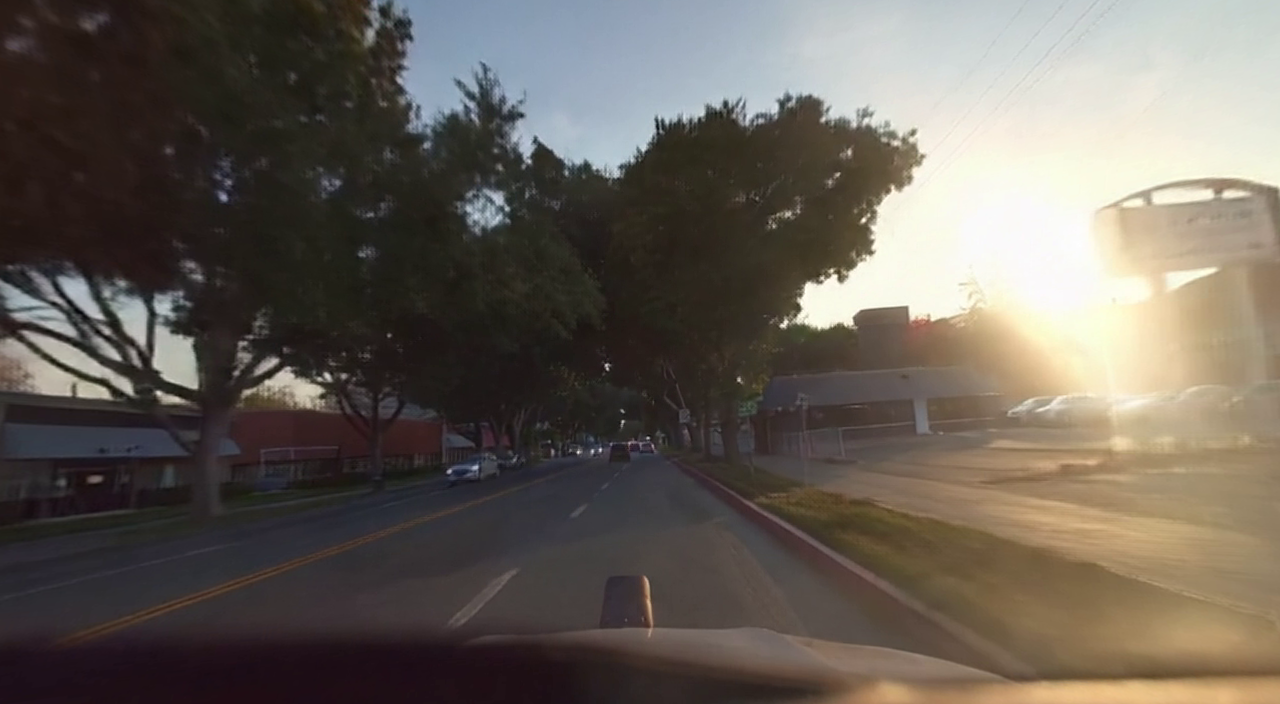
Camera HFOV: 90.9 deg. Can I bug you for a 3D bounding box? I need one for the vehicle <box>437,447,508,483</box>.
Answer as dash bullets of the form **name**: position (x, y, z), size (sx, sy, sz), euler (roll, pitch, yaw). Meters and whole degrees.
- **vehicle**: position (-7.784, 5.283, 29.778), size (1.925, 1.502, 4.359), euler (-1, -8, 3)
